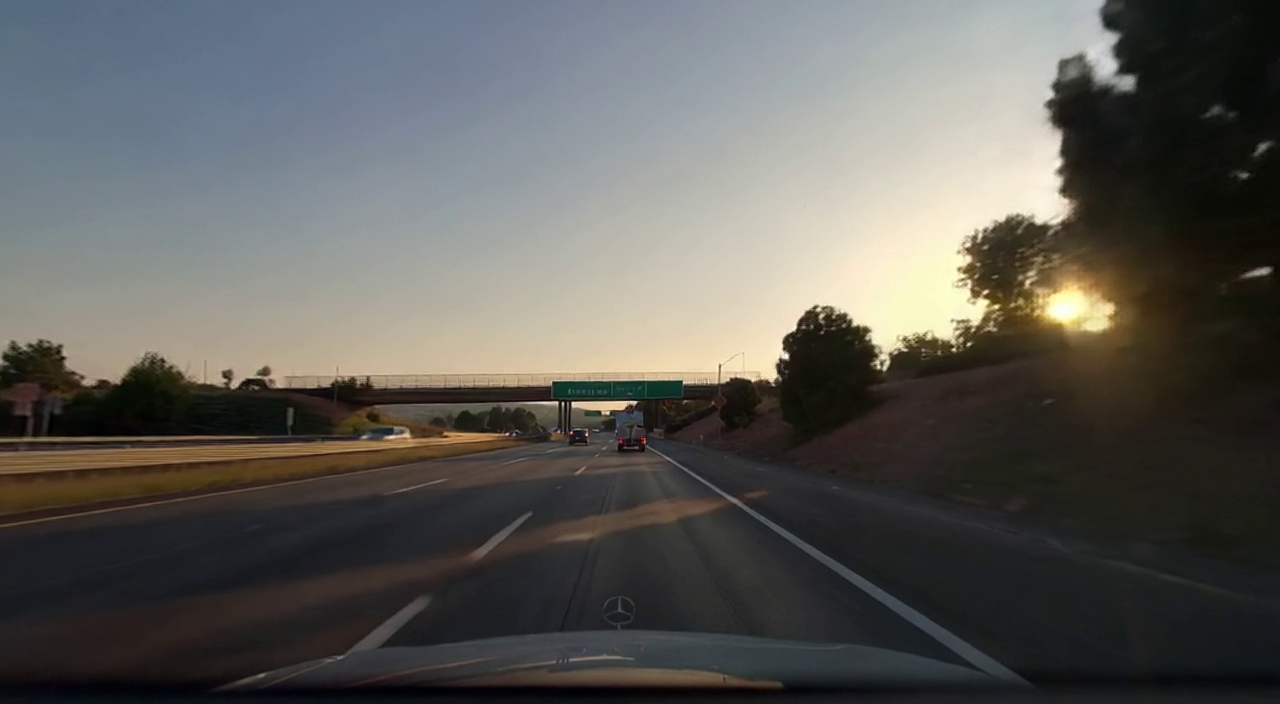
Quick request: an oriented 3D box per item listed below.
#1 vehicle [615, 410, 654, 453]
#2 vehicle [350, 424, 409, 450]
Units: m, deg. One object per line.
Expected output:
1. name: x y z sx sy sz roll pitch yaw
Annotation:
1. vehicle: -0.475 5.549 43.636 2.418 2.704 6.445 0 -8 -2
2. vehicle: -15.684 5.144 38.055 1.900 1.447 3.883 0 -8 -1
